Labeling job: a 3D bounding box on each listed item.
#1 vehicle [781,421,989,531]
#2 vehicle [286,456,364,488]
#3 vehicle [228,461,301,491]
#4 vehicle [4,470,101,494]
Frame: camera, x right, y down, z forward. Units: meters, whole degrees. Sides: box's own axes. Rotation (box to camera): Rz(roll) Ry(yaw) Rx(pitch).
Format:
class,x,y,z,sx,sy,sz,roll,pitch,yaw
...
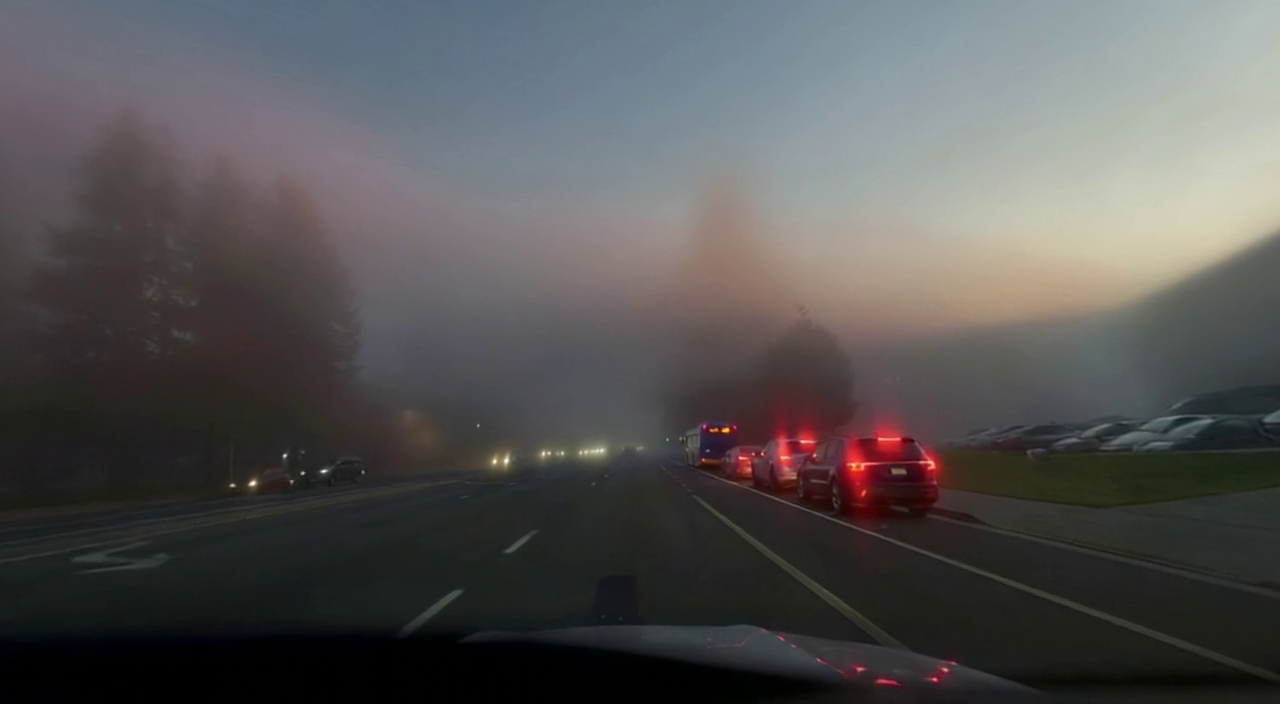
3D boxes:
class,x,y,z,sx,sy,sz,roll,pitch,yaw
vehicle,4.441,2.329,12.495,2.094,1.731,4.763,0,-8,-1
vehicle,-19.570,7.458,39.577,2.166,1.804,4.897,-1,-8,3
vehicle,-28.818,9.488,48.561,4.426,1.782,2.056,-5,-8,1
vehicle,-41.492,9.197,44.681,4.609,1.553,2.129,0,-9,-1
